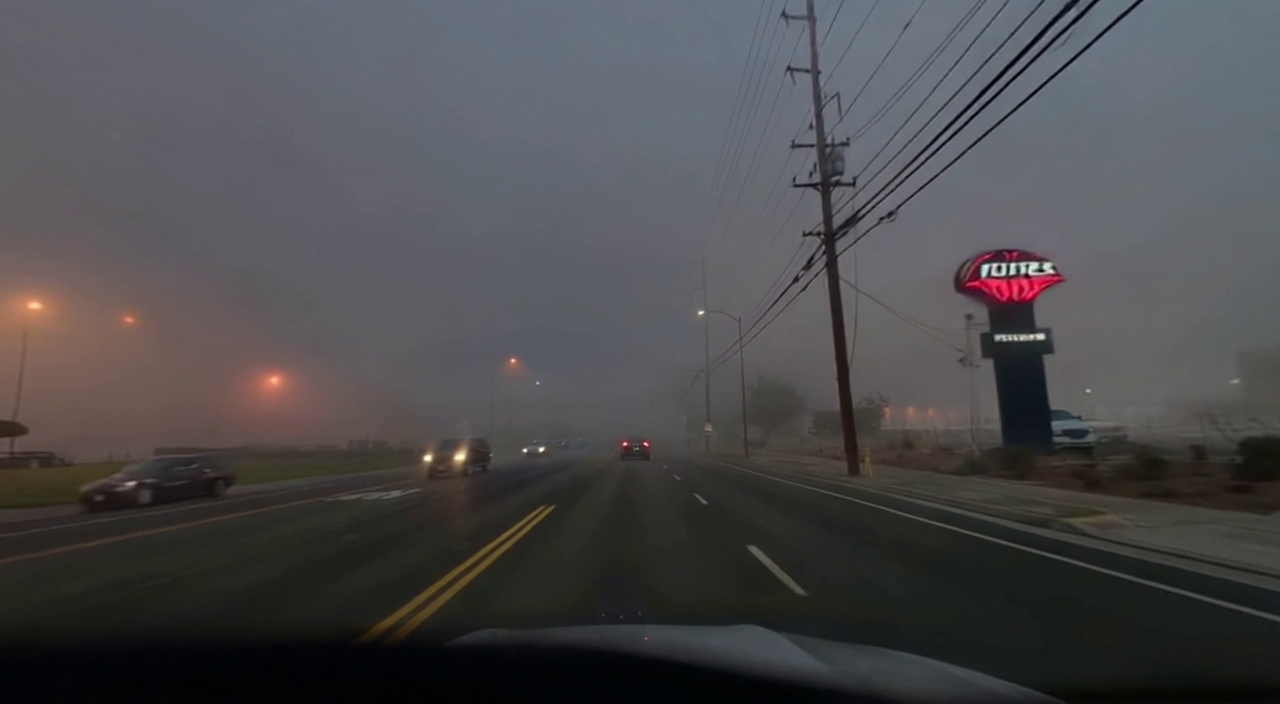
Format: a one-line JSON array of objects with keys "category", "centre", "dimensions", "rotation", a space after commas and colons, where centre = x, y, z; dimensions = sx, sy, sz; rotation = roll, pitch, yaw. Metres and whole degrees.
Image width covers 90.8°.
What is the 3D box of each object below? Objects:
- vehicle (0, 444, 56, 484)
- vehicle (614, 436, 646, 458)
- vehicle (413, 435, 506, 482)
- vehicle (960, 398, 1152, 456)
[{"category": "vehicle", "centre": [-27.726, 4.895, 27.996], "dimensions": [2.002, 1.592, 4.739], "rotation": [6, -10, -36]}, {"category": "vehicle", "centre": [-0.684, 6.551, 43.704], "dimensions": [2.097, 1.472, 4.544], "rotation": [0, -8, 0]}, {"category": "vehicle", "centre": [-6.373, 3.801, 22.934], "dimensions": [1.987, 1.515, 4.789], "rotation": [0, -8, 0]}, {"category": "vehicle", "centre": [13.537, 2.483, 20.812], "dimensions": [4.836, 1.750, 2.079], "rotation": [-1, -8, -1]}]
